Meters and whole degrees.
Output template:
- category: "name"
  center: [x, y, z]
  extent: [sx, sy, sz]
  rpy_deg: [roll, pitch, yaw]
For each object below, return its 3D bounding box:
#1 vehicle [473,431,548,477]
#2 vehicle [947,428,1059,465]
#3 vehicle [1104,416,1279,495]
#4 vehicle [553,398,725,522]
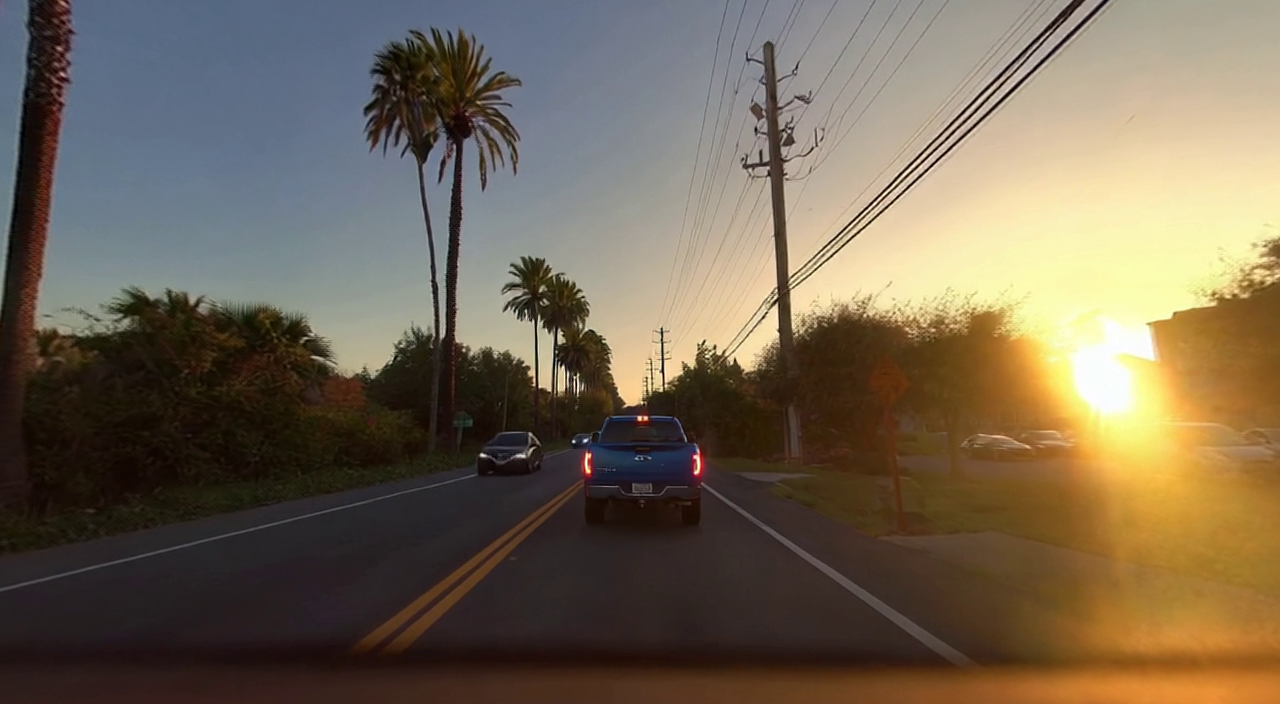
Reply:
- category: "vehicle"
  center: [-5.542, 4.461, 27.796]
  extent: [2.271, 1.798, 5.412]
  rpy_deg: [0, -8, -1]
- category: "vehicle"
  center: [20.359, 5.368, 35.886]
  extent: [2.277, 1.836, 6.267]
  rpy_deg: [0, -9, -4]
- category: "vehicle"
  center: [16.048, 2.976, 18.481]
  extent: [2.338, 1.917, 6.076]
  rpy_deg: [-3, -9, 21]
- category: "vehicle"
  center: [0.008, 2.242, 13.570]
  extent: [2.848, 2.047, 5.885]
  rpy_deg: [0, -8, 1]
